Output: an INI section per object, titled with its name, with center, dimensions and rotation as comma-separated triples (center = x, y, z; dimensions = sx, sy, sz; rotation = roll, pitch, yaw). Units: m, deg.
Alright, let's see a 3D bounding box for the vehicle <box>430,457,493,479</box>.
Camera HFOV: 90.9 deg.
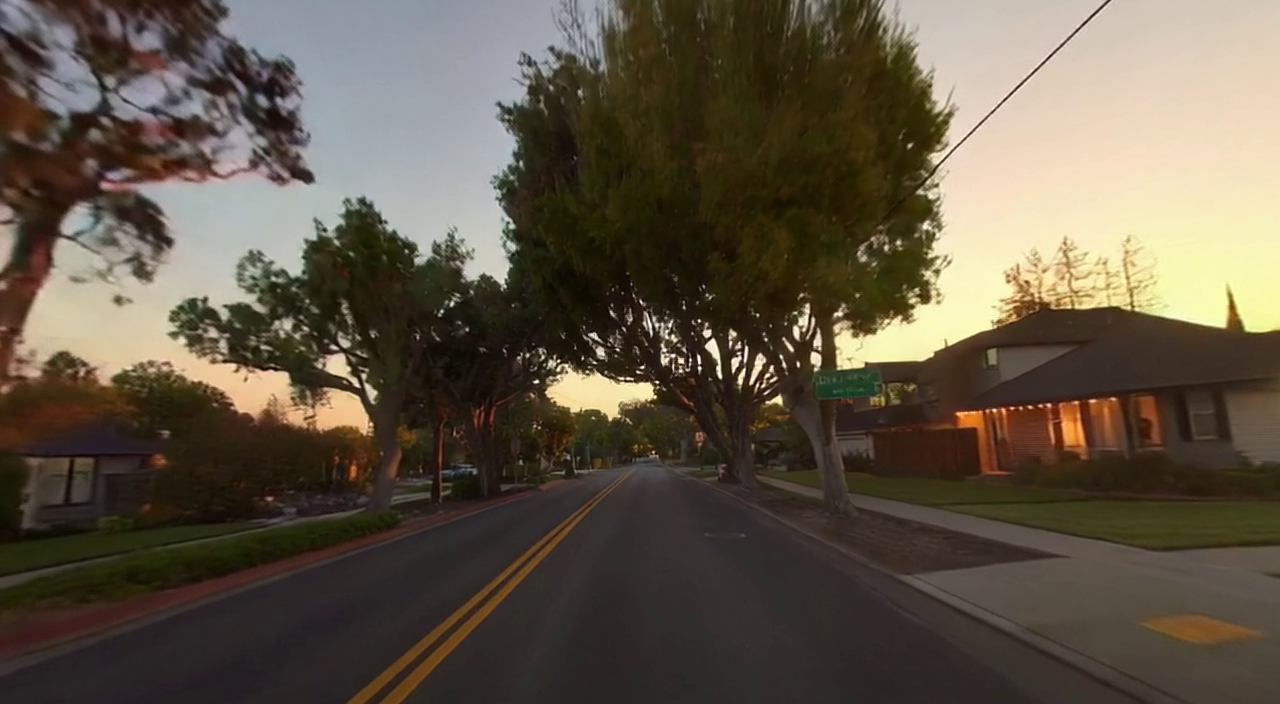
[vehicle]
center = -13.970, 9.124, 49.543
dimensions = 4.402, 1.607, 1.923
rotation = 1, -8, -3
